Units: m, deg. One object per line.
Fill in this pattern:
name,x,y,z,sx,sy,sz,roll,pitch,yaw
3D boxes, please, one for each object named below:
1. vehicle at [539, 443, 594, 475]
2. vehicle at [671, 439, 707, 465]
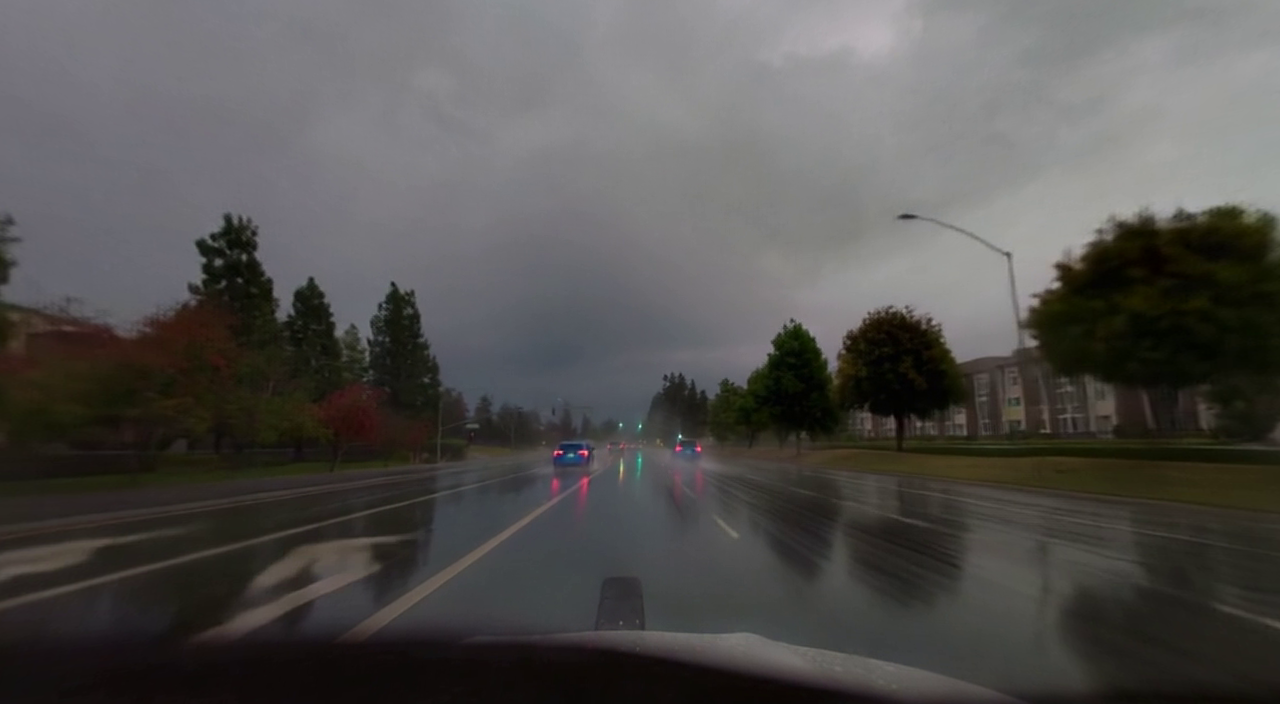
vehicle,-3.539,5.208,31.029,2.112,1.471,4.212,0,-8,1
vehicle,3.313,6.848,43.539,2.072,1.696,4.177,0,-8,-1
